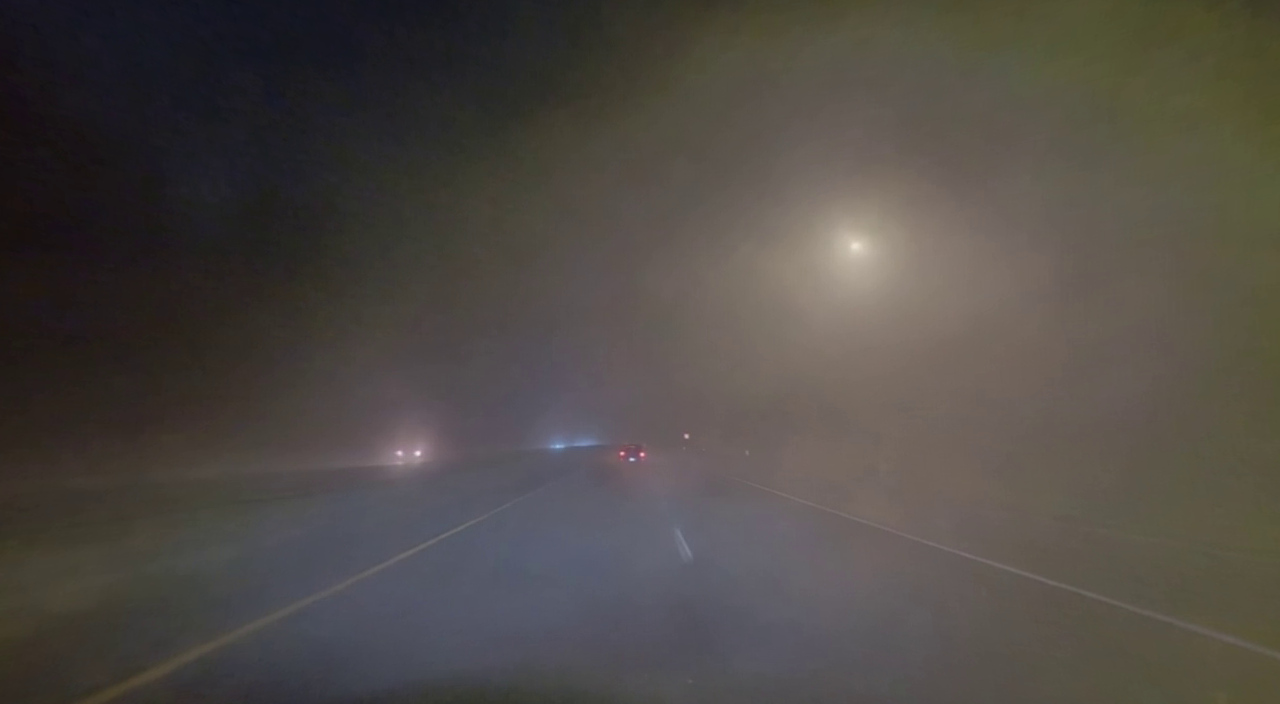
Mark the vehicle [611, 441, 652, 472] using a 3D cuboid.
[{"bbox_3d":[-0.467,5.403,32.939,1.991,1.475,4.302,0,-8,-2],"label":"vehicle"}]
